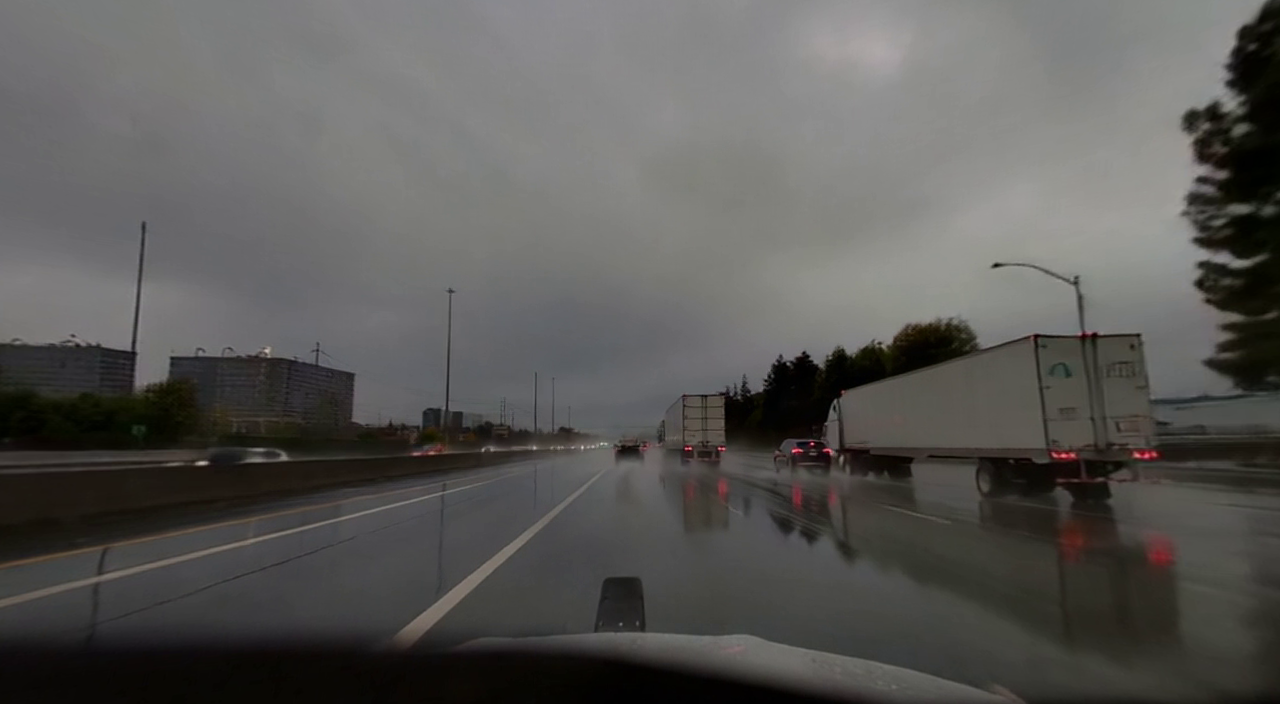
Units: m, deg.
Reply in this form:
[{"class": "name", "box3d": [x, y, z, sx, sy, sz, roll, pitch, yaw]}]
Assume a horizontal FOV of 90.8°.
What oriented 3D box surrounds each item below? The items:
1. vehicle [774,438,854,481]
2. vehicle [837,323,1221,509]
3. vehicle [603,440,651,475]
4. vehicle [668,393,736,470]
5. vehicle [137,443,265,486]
[{"class": "vehicle", "box3d": [7.310, 4.561, 27.065, 2.154, 1.658, 4.347, 0, -9, -1]}, {"class": "vehicle", "box3d": [11.366, 2.700, 22.778, 2.898, 4.171, 17.188, 0, -9, 0]}, {"class": "vehicle", "box3d": [-0.581, 5.085, 30.586, 2.163, 1.551, 4.180, 0, -9, 0]}, {"class": "vehicle", "box3d": [3.614, 5.087, 39.536, 2.999, 4.127, 10.526, 0, -9, -1]}, {"class": "vehicle", "box3d": [-16.667, 4.263, 24.294, 1.781, 1.477, 4.274, 0, -9, 1]}]
